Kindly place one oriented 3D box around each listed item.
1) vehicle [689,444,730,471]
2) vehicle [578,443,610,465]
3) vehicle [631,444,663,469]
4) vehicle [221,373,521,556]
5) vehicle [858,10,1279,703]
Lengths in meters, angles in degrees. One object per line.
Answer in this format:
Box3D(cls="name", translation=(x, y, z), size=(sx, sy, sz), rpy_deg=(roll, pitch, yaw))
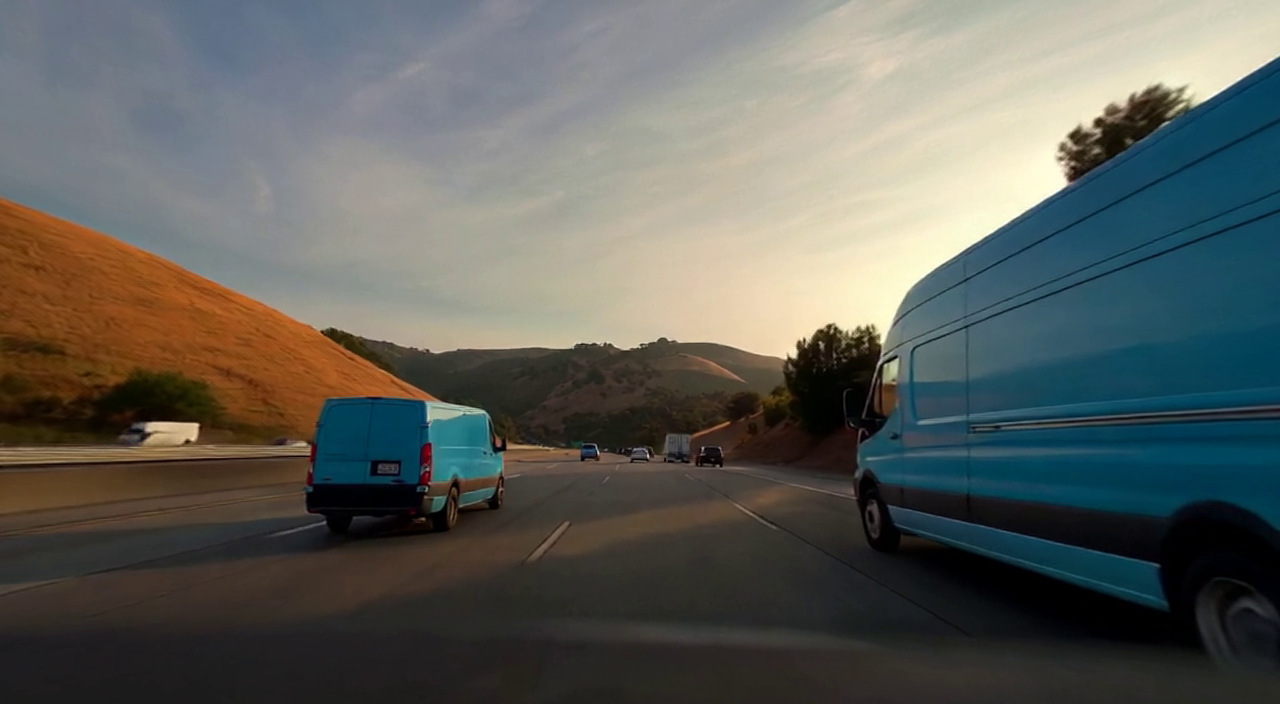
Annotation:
Box3D(cls="vehicle", translation=(4.305, 6.572, 39.474), size=(2.051, 1.598, 4.145), rpy_deg=(0, -9, -1))
Box3D(cls="vehicle", translation=(-3.472, 7.825, 48.311), size=(2.138, 1.581, 4.340), rpy_deg=(0, -9, 0))
Box3D(cls="vehicle", translation=(0.453, 6.988, 42.304), size=(2.014, 1.543, 3.804), rpy_deg=(0, -9, 0))
Box3D(cls="vehicle", translation=(-3.808, 1.800, 10.593), size=(2.421, 2.203, 5.775), rpy_deg=(0, -9, 1))
Box3D(cls="vehicle", translation=(4.236, 0.407, 4.578), size=(2.764, 3.260, 7.019), rpy_deg=(0, -9, 0))
